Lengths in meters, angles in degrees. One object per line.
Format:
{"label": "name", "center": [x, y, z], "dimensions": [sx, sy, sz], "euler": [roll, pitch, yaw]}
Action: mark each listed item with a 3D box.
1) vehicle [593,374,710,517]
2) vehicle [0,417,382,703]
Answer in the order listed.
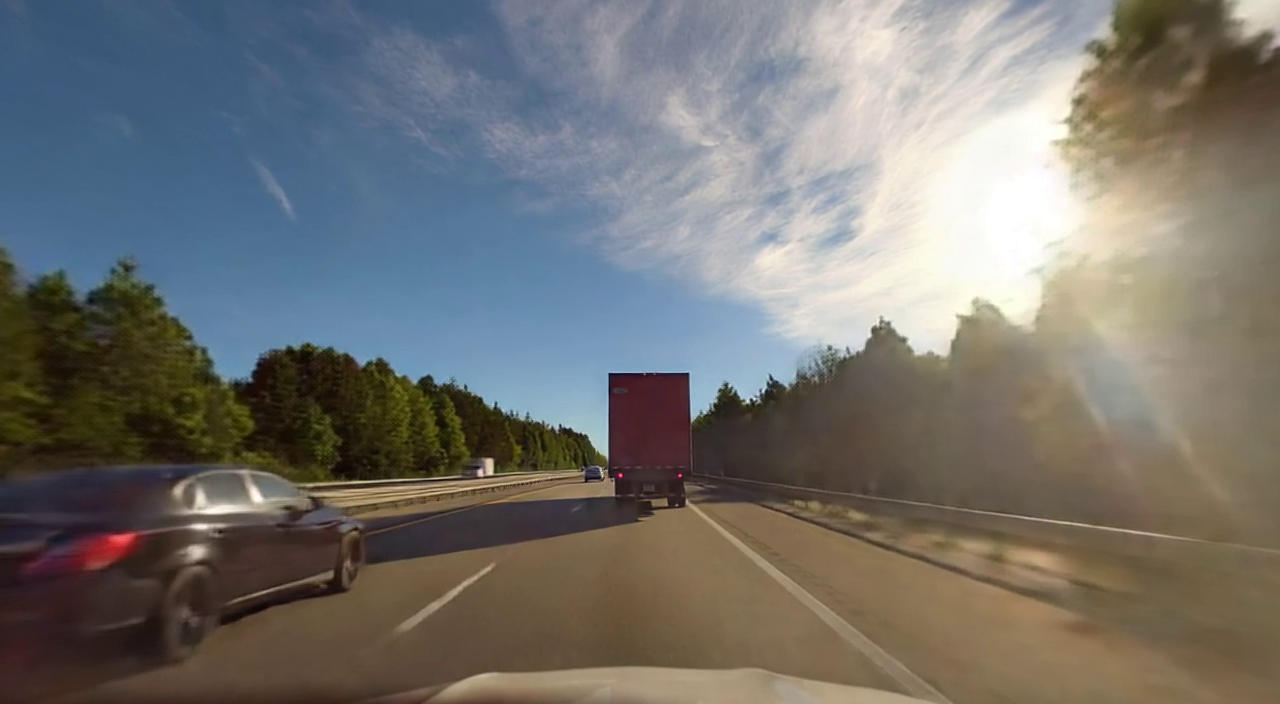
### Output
{"label": "vehicle", "center": [0.245, 3.290, 21.210], "dimensions": [3.008, 3.678, 9.512], "euler": [1, -10, -1]}
{"label": "vehicle", "center": [-4.097, 1.411, 4.887], "dimensions": [2.079, 1.506, 4.821], "euler": [1, -10, 1]}
